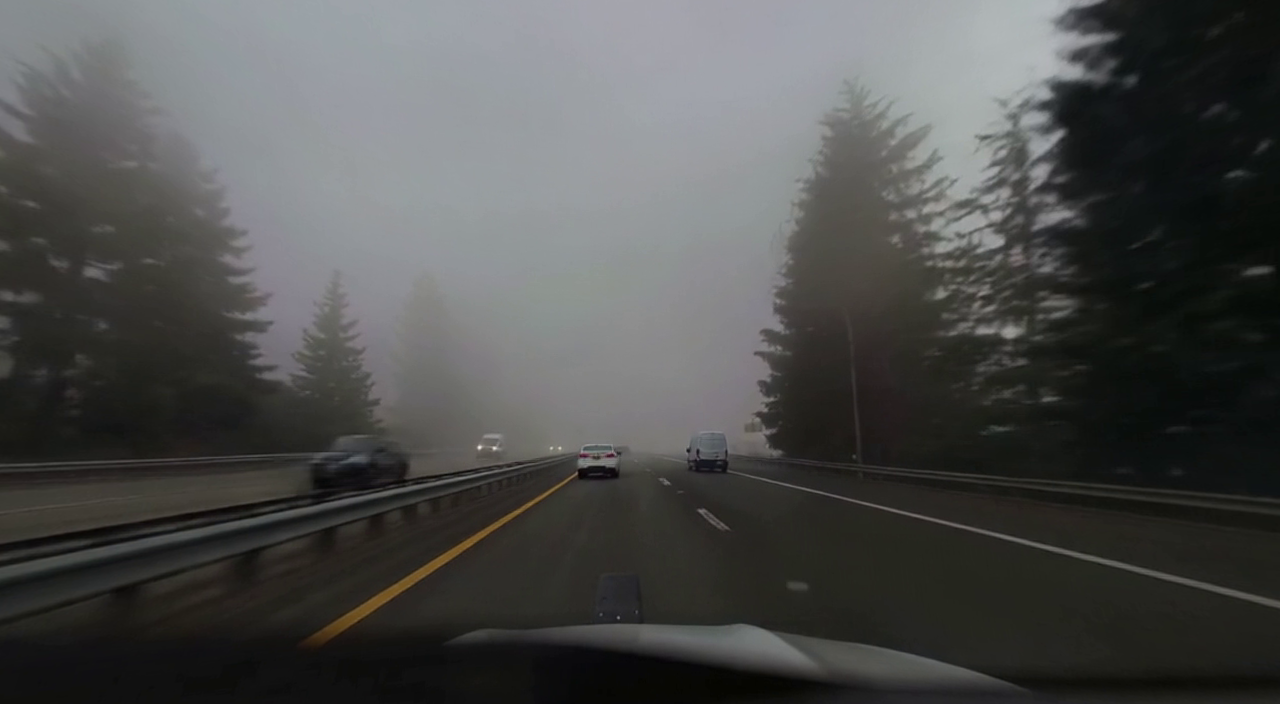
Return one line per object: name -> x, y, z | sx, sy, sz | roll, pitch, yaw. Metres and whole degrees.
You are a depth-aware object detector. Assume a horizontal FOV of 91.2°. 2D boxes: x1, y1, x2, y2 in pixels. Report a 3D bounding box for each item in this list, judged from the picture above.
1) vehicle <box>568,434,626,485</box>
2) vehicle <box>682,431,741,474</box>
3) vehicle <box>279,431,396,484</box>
vehicle -> -1.507, 4.011, 23.584 | 1.963, 1.711, 4.284 | 0, -9, -1
vehicle -> 3.394, 4.921, 30.764 | 2.179, 1.930, 4.538 | 0, -9, -2
vehicle -> -10.050, 3.552, 21.264 | 1.913, 1.603, 4.233 | 0, -9, -1
